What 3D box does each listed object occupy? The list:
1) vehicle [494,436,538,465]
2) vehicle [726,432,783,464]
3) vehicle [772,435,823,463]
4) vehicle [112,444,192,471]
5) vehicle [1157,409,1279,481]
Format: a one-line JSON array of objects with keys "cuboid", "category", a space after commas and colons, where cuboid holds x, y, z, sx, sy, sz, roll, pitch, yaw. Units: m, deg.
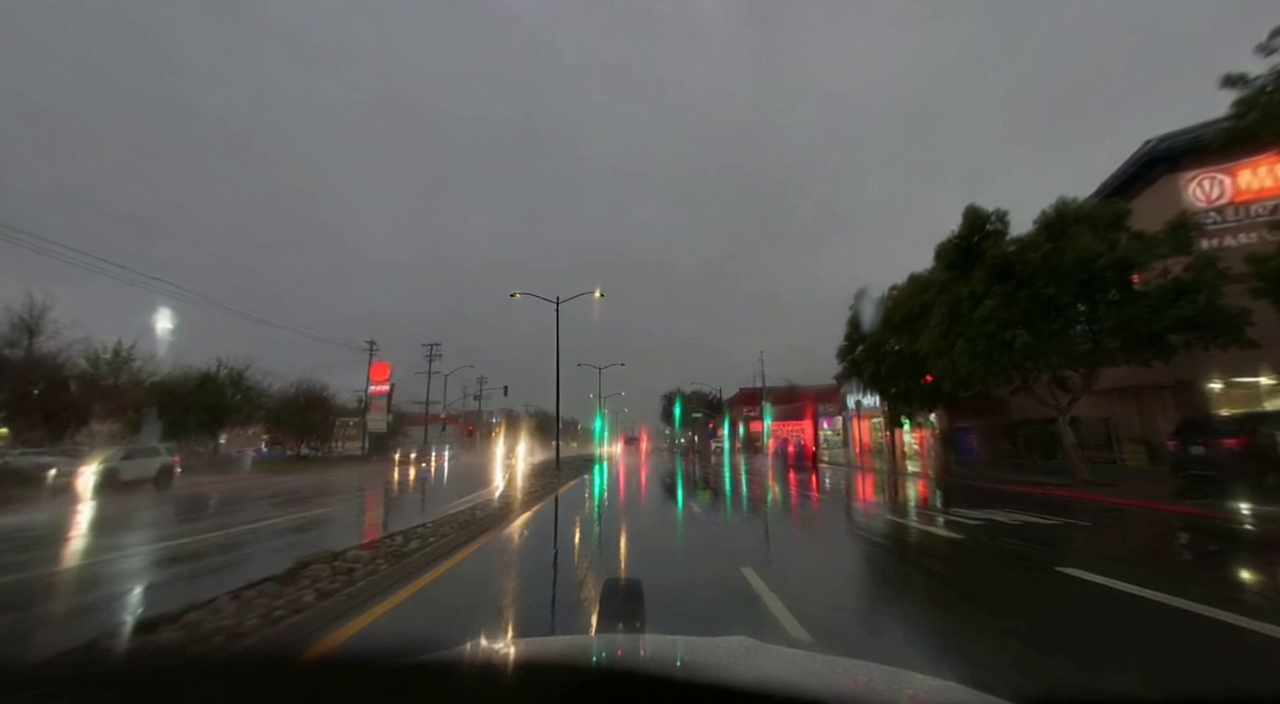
[{"cuboid": [-7.991, 6.428, 41.271, 1.946, 1.794, 4.799, 0, -9, -1], "category": "vehicle"}, {"cuboid": [6.312, 5.387, 35.380, 1.974, 1.679, 4.611, 0, -9, -4], "category": "vehicle"}, {"cuboid": [9.854, 6.136, 39.946, 2.019, 1.694, 4.491, 0, -9, -1], "category": "vehicle"}, {"cuboid": [-34.133, 7.457, 44.396, 1.821, 1.531, 4.703, -3, -13, 0], "category": "vehicle"}, {"cuboid": [17.162, 2.531, 17.255, 4.353, 1.813, 1.836, 0, -9, -1], "category": "vehicle"}]
